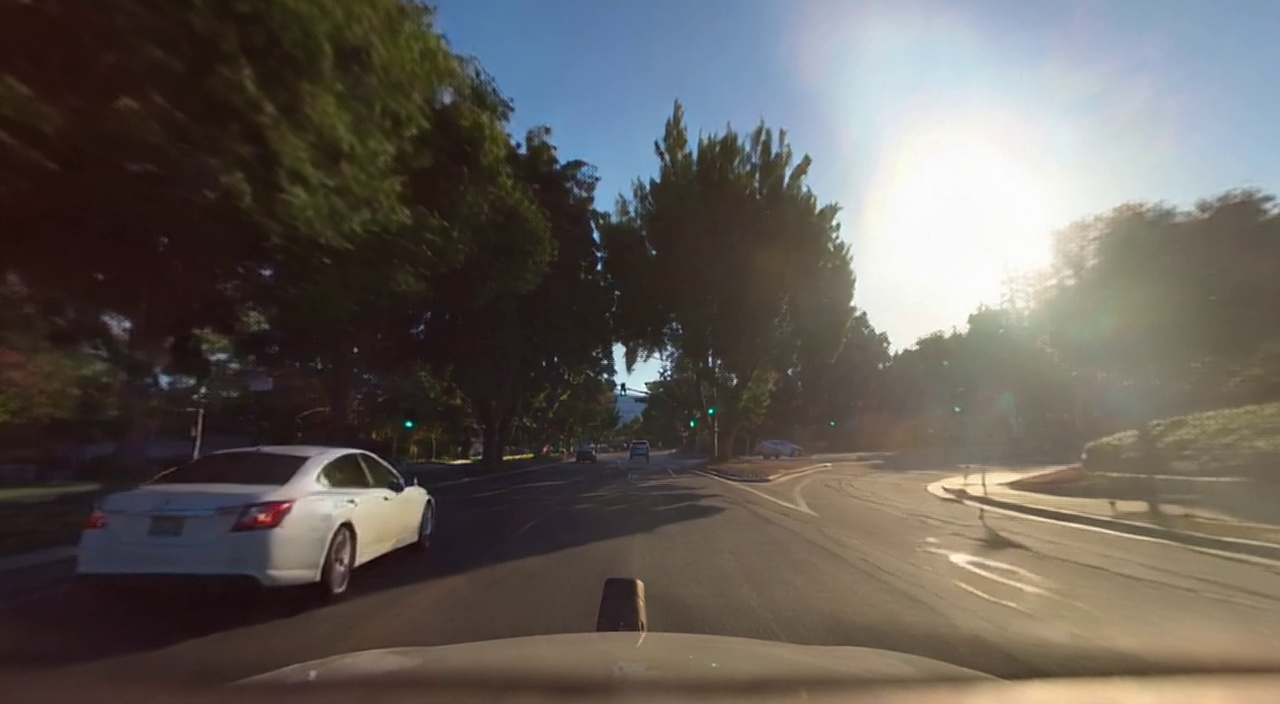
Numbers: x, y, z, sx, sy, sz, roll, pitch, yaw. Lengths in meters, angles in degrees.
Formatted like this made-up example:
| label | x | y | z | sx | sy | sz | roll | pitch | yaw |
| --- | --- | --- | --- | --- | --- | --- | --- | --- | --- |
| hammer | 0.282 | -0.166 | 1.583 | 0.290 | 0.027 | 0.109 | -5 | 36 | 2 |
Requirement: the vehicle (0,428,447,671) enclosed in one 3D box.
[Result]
| label | x | y | z | sx | sy | sz | roll | pitch | yaw |
| --- | --- | --- | --- | --- | --- | --- | --- | --- | --- |
| vehicle | -3.590 | 1.534 | 6.142 | 1.968 | 1.459 | 4.433 | 0 | -8 | 1 |
